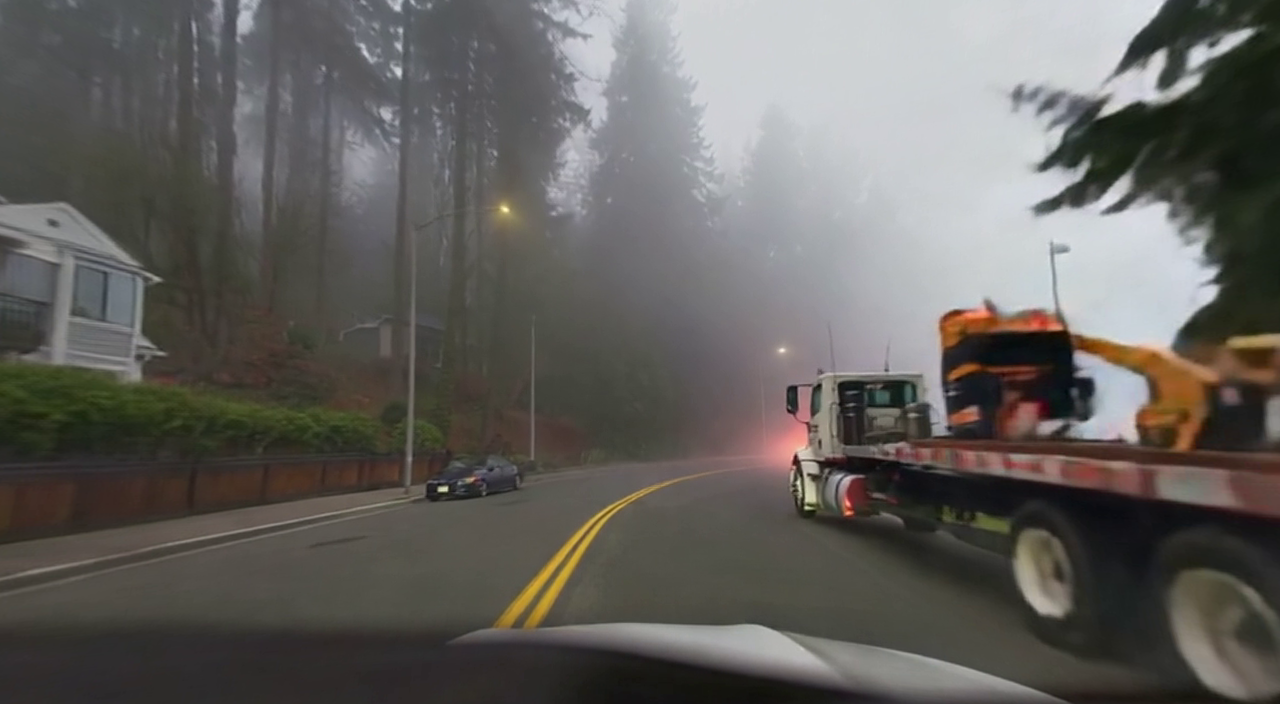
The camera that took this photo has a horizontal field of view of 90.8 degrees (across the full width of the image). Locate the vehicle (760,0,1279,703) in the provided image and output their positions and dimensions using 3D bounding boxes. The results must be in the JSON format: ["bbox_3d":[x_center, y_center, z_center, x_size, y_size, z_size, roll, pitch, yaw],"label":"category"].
[{"bbox_3d":[3.880,0.778,6.572,2.834,3.143,12.517,0,-10,0],"label":"vehicle"}]

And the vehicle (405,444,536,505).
[{"bbox_3d":[-4.606,3.368,17.922,1.930,1.487,4.213,-2,-8,10],"label":"vehicle"}]
